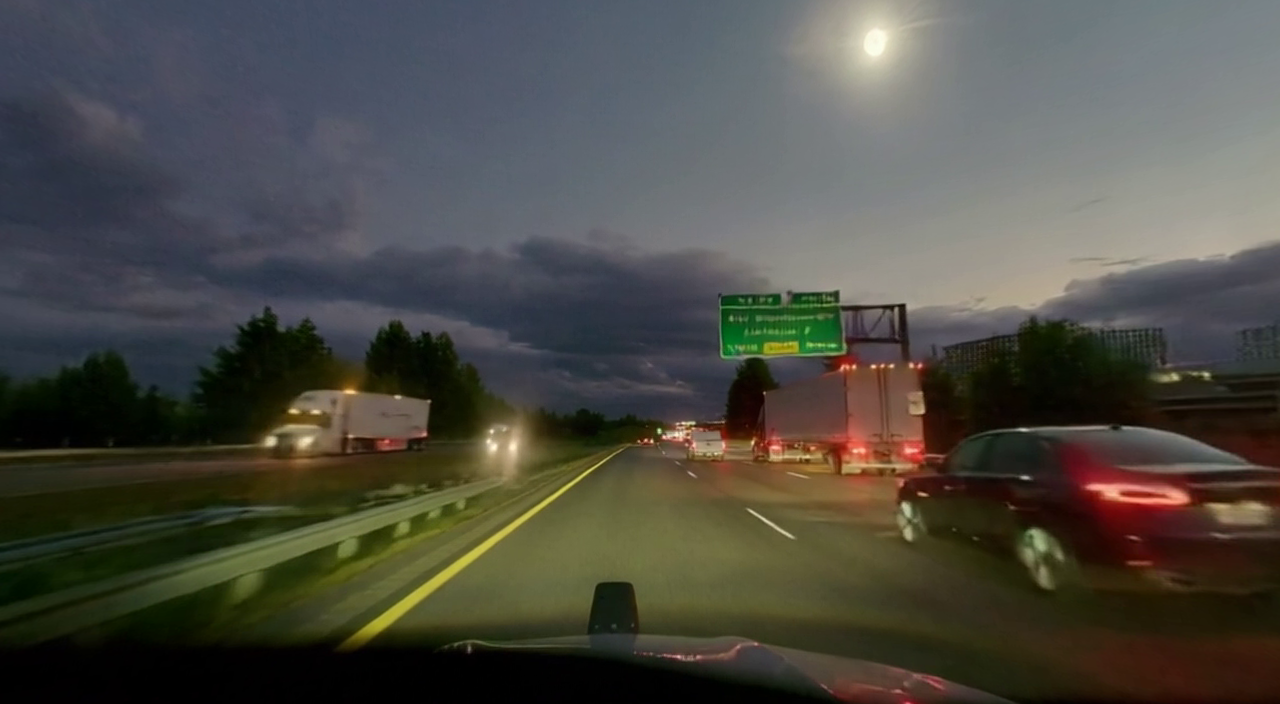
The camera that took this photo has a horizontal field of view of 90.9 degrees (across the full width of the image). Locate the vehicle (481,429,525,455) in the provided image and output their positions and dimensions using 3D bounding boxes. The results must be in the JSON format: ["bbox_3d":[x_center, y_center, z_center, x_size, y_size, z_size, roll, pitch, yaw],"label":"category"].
[{"bbox_3d":[-9.233,6.115,42.795,1.978,1.644,4.368,0,-8,0],"label":"vehicle"}]

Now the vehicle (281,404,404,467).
[{"bbox_3d":[-12.805,3.675,27.762,2.366,2.438,6.059,0,-8,0],"label":"vehicle"}]

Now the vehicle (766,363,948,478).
[{"bbox_3d":[9.130,3.340,29.505,3.440,4.093,13.944,0,-8,-1],"label":"vehicle"}]

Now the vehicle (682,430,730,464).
[{"bbox_3d":[3.465,5.110,34.090,2.011,1.672,4.415,0,-8,-2],"label":"vehicle"}]

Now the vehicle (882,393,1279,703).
[{"bbox_3d":[3.815,1.216,4.904,1.986,1.501,4.529,0,-8,-1],"label":"vehicle"}]
